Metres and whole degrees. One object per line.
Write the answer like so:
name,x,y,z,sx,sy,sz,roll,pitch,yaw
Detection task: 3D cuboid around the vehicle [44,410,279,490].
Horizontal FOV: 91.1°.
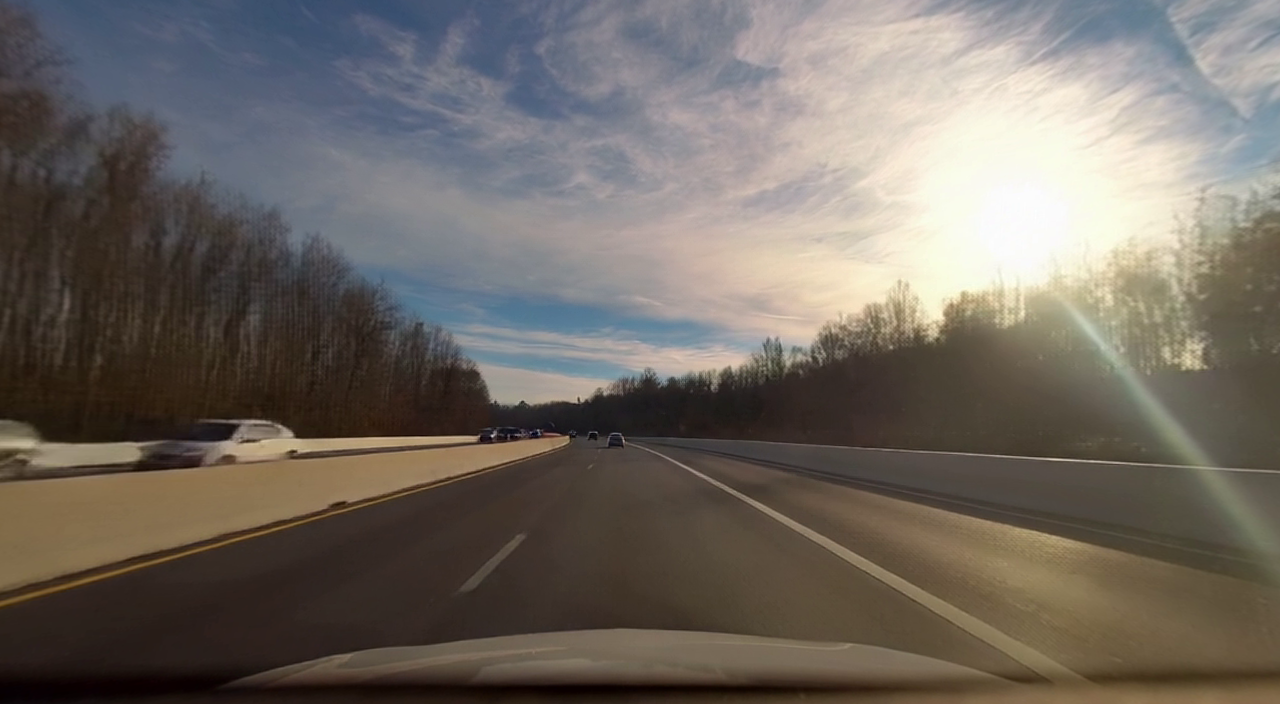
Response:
vehicle,-10.849,2.259,14.836,2.003,1.580,4.606,0,-8,-1
